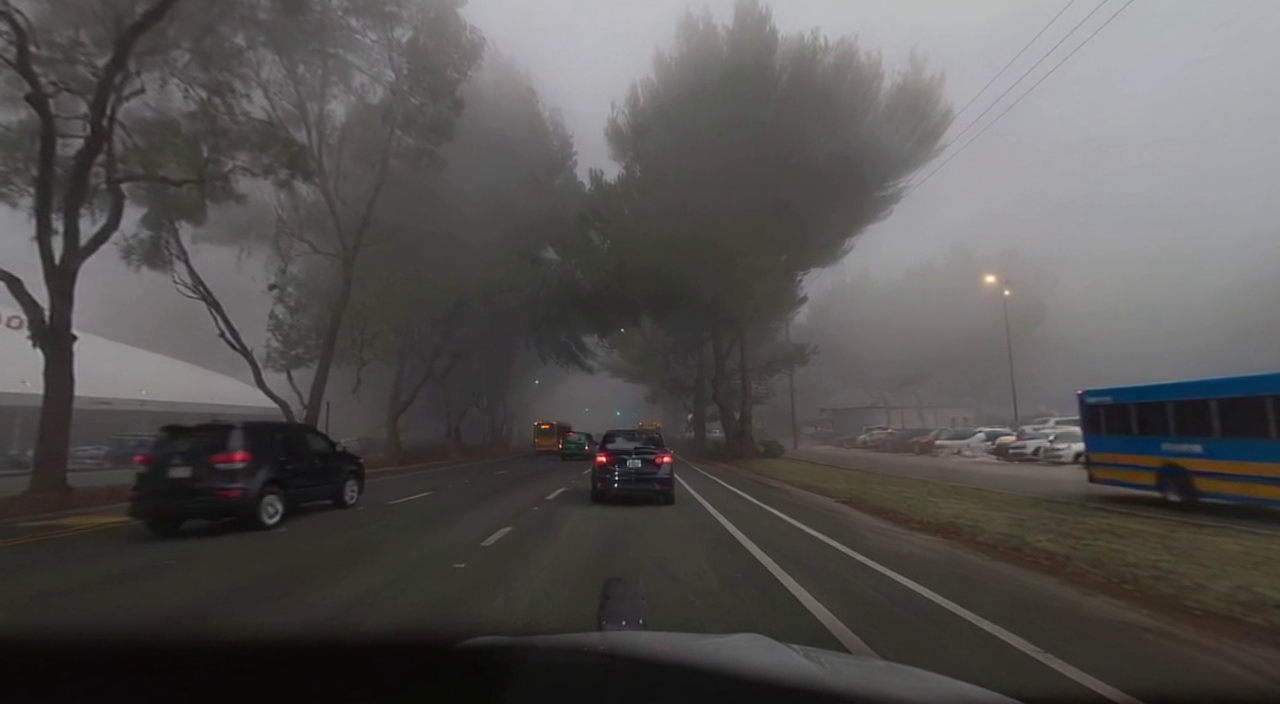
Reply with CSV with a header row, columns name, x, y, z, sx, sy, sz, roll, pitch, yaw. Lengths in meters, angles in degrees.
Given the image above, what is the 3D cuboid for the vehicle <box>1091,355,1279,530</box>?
name,x,y,z,sx,sy,sz,roll,pitch,yaw
vehicle,11.399,1.522,10.617,2.754,2.711,6.196,0,-9,-2

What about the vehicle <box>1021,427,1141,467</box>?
name,x,y,z,sx,sy,sz,roll,pitch,yaw
vehicle,18.310,3.992,26.471,1.826,1.532,4.290,0,-9,-1

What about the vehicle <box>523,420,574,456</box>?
name,x,y,z,sx,sy,sz,roll,pitch,yaw
vehicle,-6.936,6.707,48.838,2.485,2.556,6.363,-1,-9,5

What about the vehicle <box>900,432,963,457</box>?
name,x,y,z,sx,sy,sz,roll,pitch,yaw
vehicle,17.832,5.698,38.811,1.694,1.451,4.505,0,-8,0

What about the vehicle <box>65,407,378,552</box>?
name,x,y,z,sx,sy,sz,roll,pitch,yaw
vehicle,-6.068,1.895,10.034,2.016,1.748,4.525,0,-9,-3

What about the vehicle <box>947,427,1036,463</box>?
name,x,y,z,sx,sy,sz,roll,pitch,yaw
vehicle,18.095,4.838,32.769,1.841,1.680,4.842,0,-9,0

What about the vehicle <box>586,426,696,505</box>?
name,x,y,z,sx,sy,sz,roll,pitch,yaw
vehicle,-0.033,2.521,14.399,2.123,1.498,4.226,0,-9,-1
